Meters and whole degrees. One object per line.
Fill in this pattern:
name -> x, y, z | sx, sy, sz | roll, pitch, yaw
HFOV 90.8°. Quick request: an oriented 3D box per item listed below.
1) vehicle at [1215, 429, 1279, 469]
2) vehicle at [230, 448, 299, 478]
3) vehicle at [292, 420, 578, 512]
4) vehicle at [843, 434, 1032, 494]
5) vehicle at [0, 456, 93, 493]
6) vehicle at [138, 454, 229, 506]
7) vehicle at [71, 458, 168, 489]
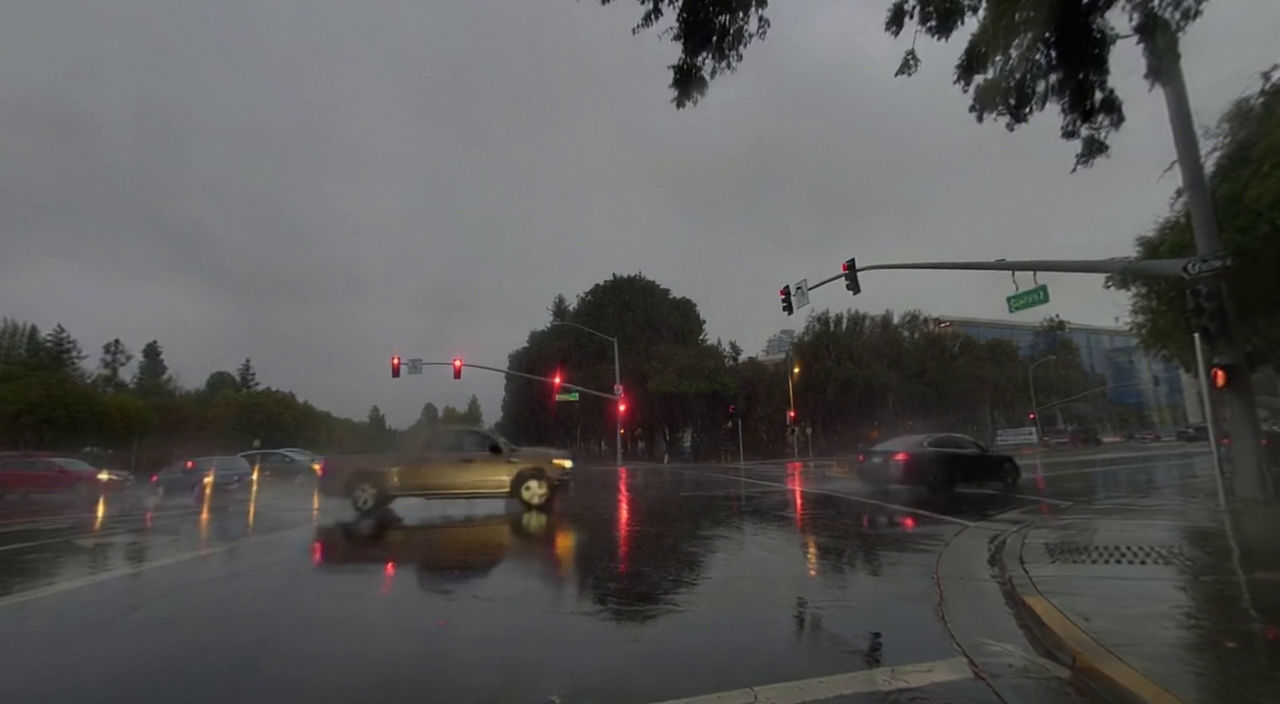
vehicle -> 27.303, 4.229, 27.696 | 4.281, 1.621, 1.903 | 5, -10, -33
vehicle -> -26.317, 7.762, 44.483 | 2.213, 1.956, 5.254 | 1, -9, -8
vehicle -> -4.597, 2.639, 14.873 | 5.896, 1.937, 2.358 | -1, -9, 6
vehicle -> 8.283, 3.073, 17.641 | 4.728, 1.471, 1.957 | 3, -9, -21
vehicle -> -31.180, 6.262, 32.642 | 2.142, 1.723, 4.692 | 1, -9, -9
vehicle -> -15.256, 4.164, 21.000 | 1.999, 1.468, 4.702 | 7, -11, -39
vehicle -> -28.373, 6.617, 34.635 | 1.965, 1.448, 4.553 | 1, -9, -9
